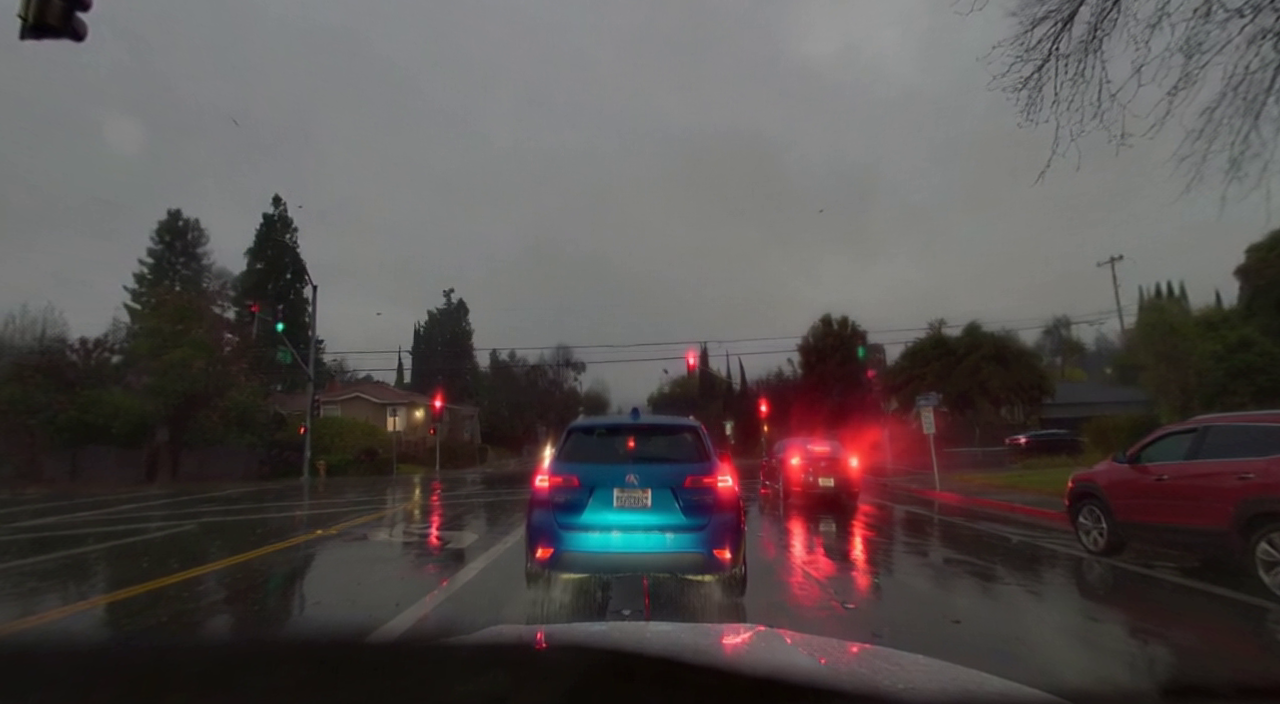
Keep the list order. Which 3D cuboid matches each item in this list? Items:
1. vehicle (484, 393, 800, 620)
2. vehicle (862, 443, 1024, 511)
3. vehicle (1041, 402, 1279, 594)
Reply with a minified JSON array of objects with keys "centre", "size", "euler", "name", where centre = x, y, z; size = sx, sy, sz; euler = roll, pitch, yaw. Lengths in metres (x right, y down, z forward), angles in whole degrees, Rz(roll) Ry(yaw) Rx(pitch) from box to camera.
[{"centre":[0.047,1.460,6.910],"size":[2.322,1.667,4.367],"euler":[0,-8,1],"name":"vehicle"},{"centre":[7.301,3.007,15.807],"size":[1.860,1.436,4.479],"euler":[0,-8,0],"name":"vehicle"},{"centre":[7.032,1.539,7.040],"size":[1.989,1.791,4.735],"euler":[0,-8,0],"name":"vehicle"}]
